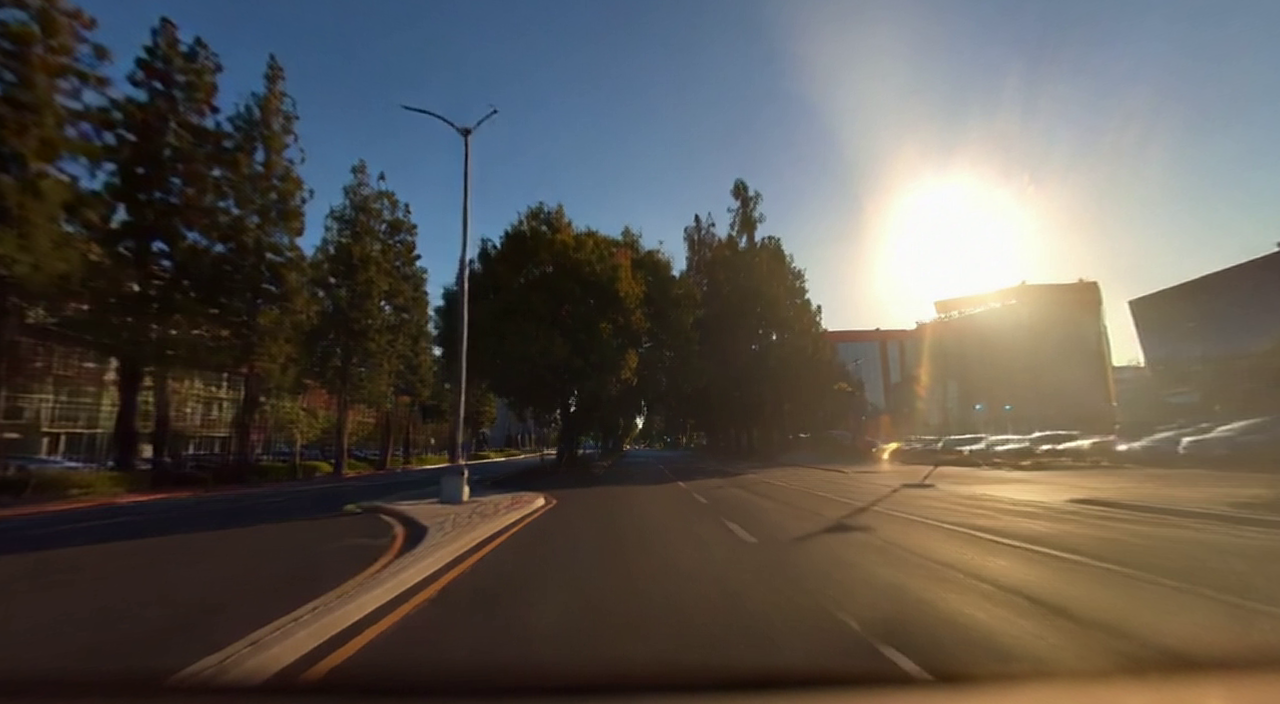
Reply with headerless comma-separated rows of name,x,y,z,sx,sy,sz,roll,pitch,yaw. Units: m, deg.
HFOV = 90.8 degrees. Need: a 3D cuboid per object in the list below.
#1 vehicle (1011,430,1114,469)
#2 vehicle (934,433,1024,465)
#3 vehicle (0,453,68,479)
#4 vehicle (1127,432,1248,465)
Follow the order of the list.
vehicle,18.917,4.361,28.254,4.515,1.606,1.910,5,-10,-30
vehicle,18.232,5.200,33.950,4.493,1.632,1.985,4,-10,-28
vehicle,-36.943,6.658,36.924,1.861,1.463,4.791,-6,-11,36
vehicle,27.408,4.895,31.876,1.856,1.471,4.487,-2,-10,-4
